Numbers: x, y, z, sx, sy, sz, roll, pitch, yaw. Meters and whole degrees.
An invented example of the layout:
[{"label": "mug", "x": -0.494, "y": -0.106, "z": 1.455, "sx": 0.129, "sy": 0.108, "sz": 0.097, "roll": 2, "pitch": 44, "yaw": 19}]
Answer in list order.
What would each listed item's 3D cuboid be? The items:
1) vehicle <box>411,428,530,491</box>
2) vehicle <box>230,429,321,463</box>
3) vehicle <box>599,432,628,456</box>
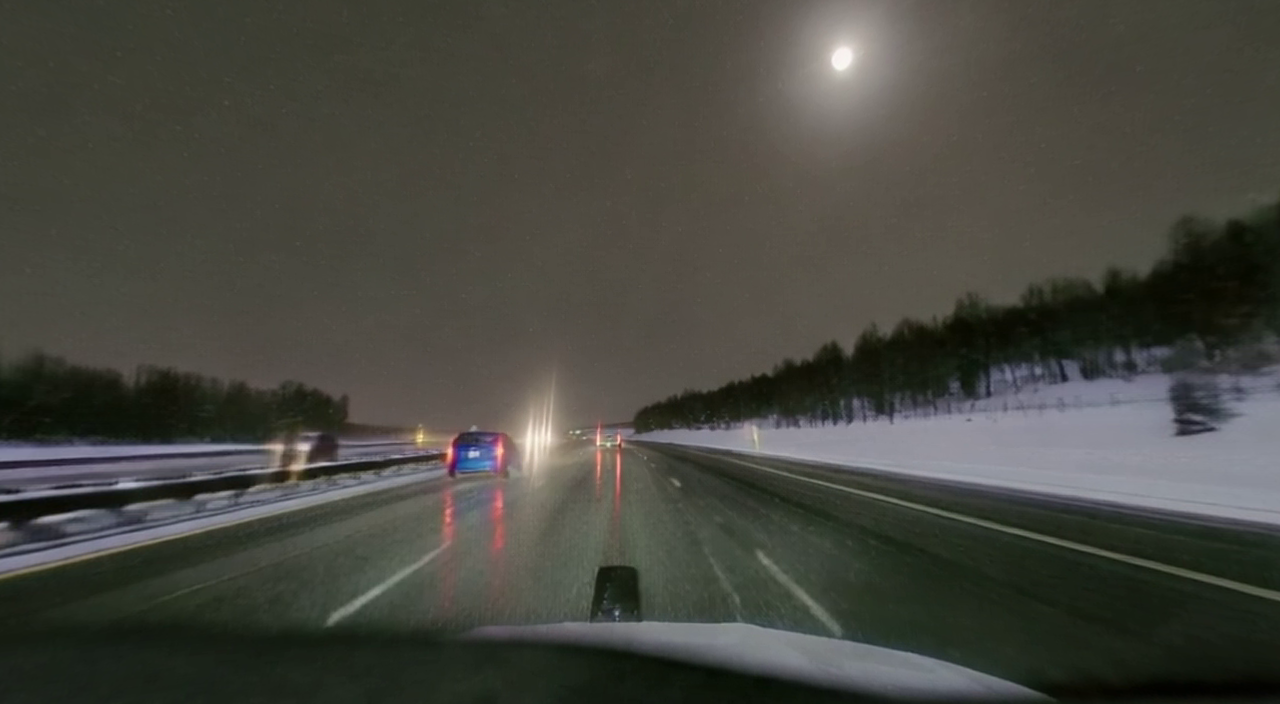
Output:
[{"label": "vehicle", "x": -4.671, "y": 3.035, "z": 18.332, "sx": 2.141, "sy": 1.534, "sz": 5.099, "roll": 0, "pitch": -8, "yaw": -1}, {"label": "vehicle", "x": -17.360, "y": 4.476, "z": 30.324, "sx": 1.815, "sy": 1.477, "sz": 4.510, "roll": 0, "pitch": -8, "yaw": -2}, {"label": "vehicle", "x": -1.930, "y": 6.608, "z": 45.531, "sx": 1.997, "sy": 1.589, "sz": 4.179, "roll": 0, "pitch": -8, "yaw": -3}]
